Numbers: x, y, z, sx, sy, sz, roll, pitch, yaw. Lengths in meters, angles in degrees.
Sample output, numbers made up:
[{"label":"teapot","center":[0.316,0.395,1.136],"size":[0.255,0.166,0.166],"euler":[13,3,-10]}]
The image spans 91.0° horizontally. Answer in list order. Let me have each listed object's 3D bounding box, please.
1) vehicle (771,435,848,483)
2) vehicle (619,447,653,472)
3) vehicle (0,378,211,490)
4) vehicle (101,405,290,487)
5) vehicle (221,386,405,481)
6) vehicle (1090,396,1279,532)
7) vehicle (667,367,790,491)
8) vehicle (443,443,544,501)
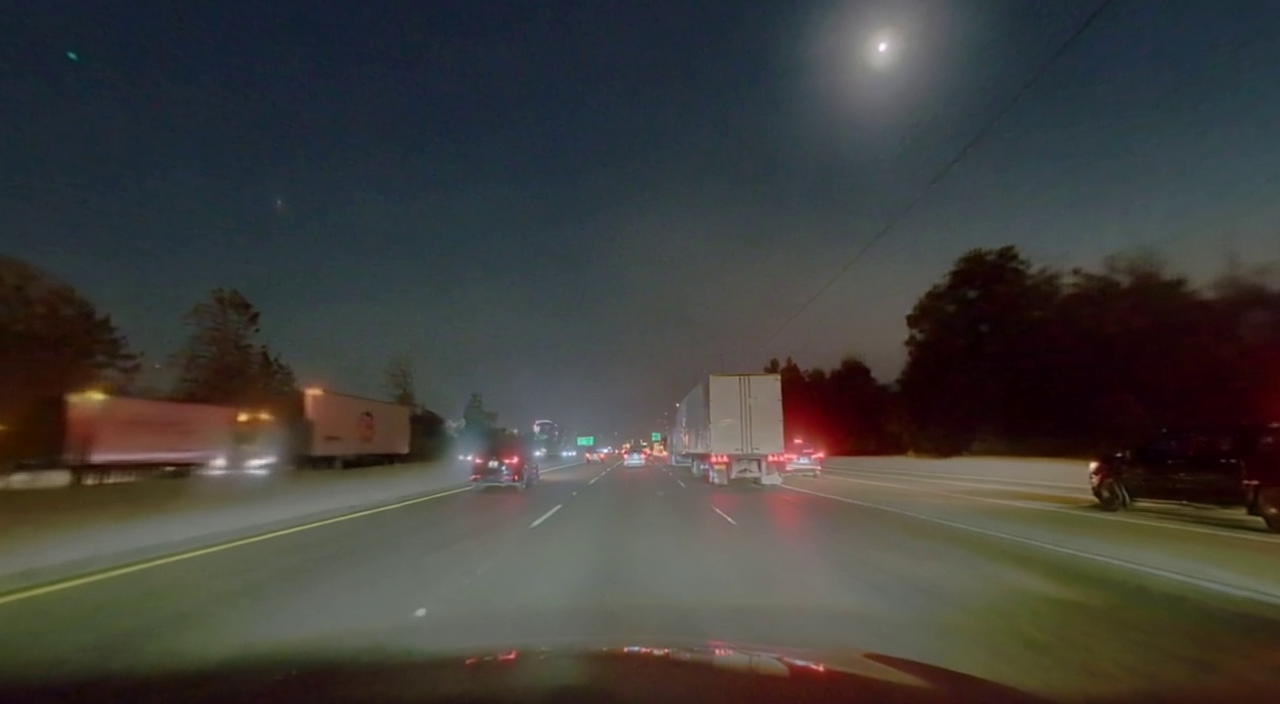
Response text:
[{"label":"vehicle","center":[7.415,4.721,28.049],"size":[2.079,1.938,4.630],"euler":[0,-9,0]},{"label":"vehicle","center":[-0.224,6.785,39.833],"size":[2.047,1.485,3.938],"euler":[0,-9,1]},{"label":"vehicle","center":[-22.209,3.350,24.895],"size":[2.938,3.573,10.673],"euler":[0,-9,0]},{"label":"vehicle","center":[-18.542,4.042,27.058],"size":[2.762,3.012,7.272],"euler":[0,-9,0]},{"label":"vehicle","center":[-14.886,4.020,30.165],"size":[3.017,3.713,10.643],"euler":[0,-9,0]},{"label":"vehicle","center":[11.373,1.927,10.999],"size":[2.420,2.141,5.994],"euler":[0,-9,-2]},{"label":"vehicle","center":[3.262,3.755,28.968],"size":[2.907,4.109,16.177],"euler":[0,-9,-2]},{"label":"vehicle","center":[-4.147,3.439,18.484],"size":[1.968,1.507,3.829],"euler":[0,-9,1]}]
